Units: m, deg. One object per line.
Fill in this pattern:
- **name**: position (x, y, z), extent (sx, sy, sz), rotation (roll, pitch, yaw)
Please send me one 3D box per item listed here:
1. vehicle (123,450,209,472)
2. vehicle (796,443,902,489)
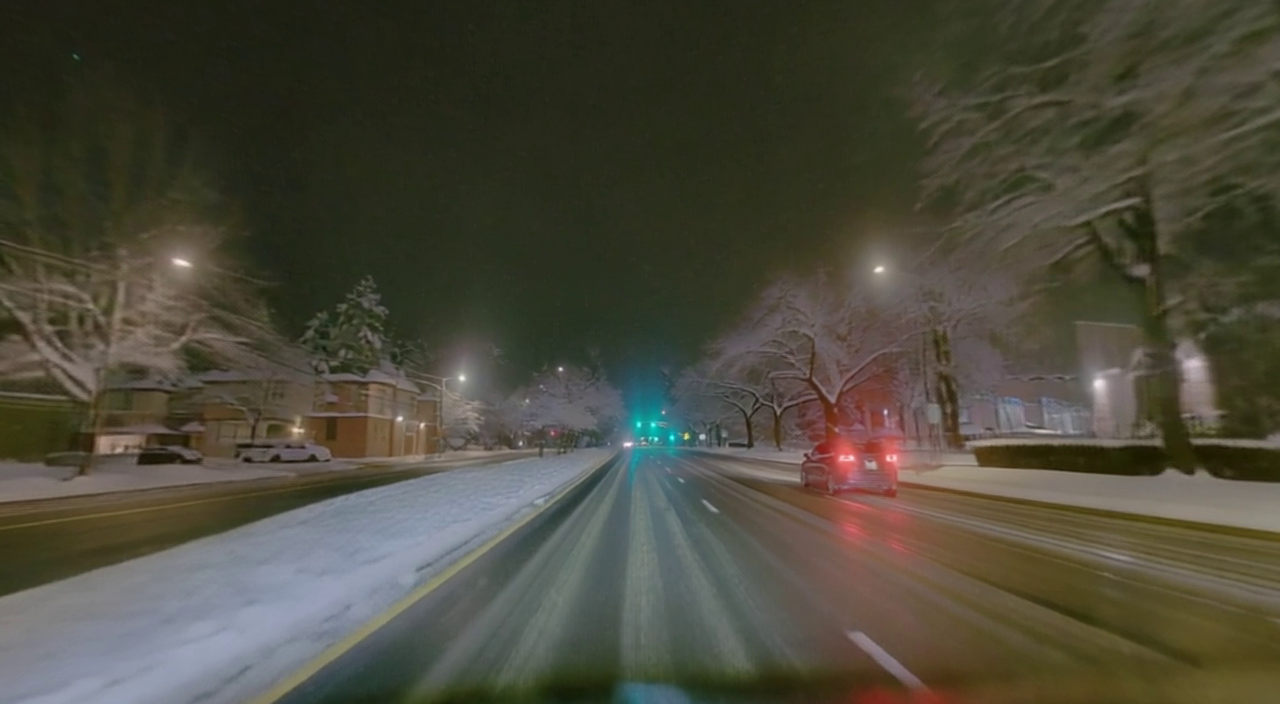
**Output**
- **vehicle**: position (-31.827, 7.305, 42.324), extent (4.210, 1.442, 1.867), rotation (0, -8, -1)
- **vehicle**: position (7.068, 3.897, 21.871), extent (2.054, 1.421, 4.487), rotation (0, -8, -1)
